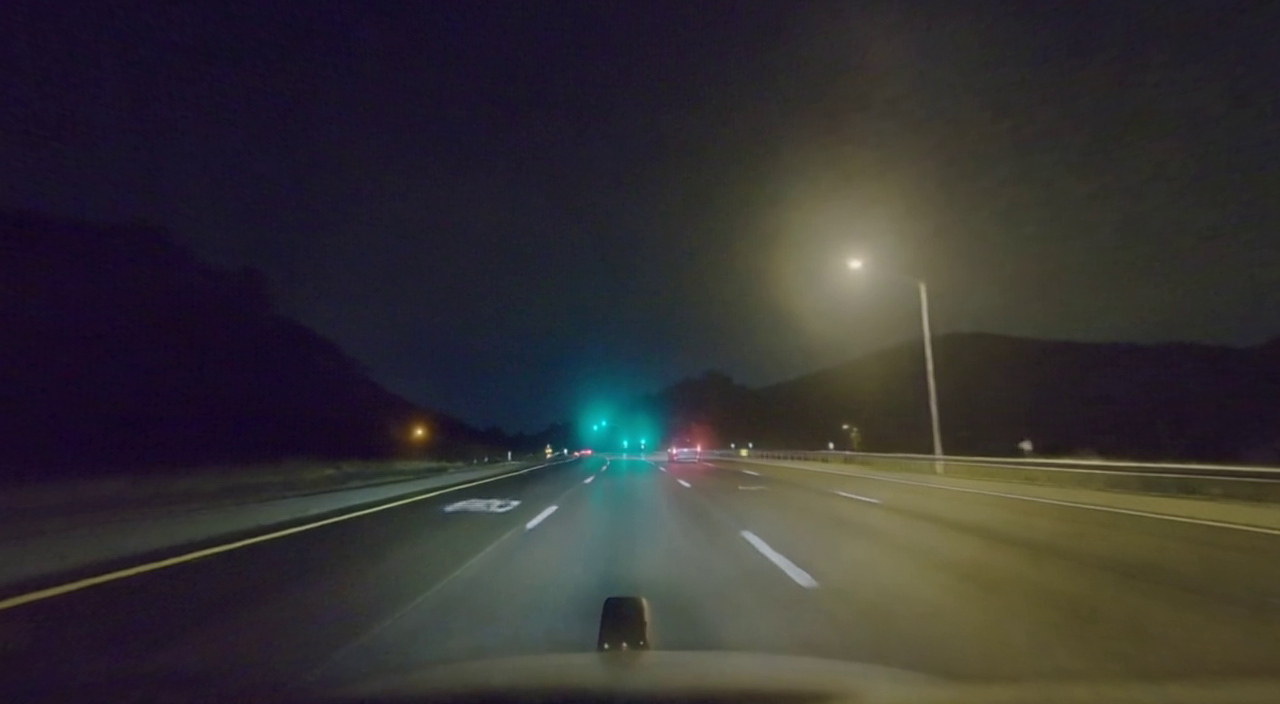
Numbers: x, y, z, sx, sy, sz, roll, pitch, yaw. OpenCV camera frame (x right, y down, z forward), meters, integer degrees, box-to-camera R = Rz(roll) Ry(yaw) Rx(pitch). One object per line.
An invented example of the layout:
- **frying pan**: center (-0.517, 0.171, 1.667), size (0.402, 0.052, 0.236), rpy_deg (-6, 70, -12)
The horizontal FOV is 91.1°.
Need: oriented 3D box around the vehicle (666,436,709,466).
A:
- **vehicle**: center (3.104, 6.538, 41.775), size (2.233, 1.861, 4.494), rpy_deg (1, -8, -3)
